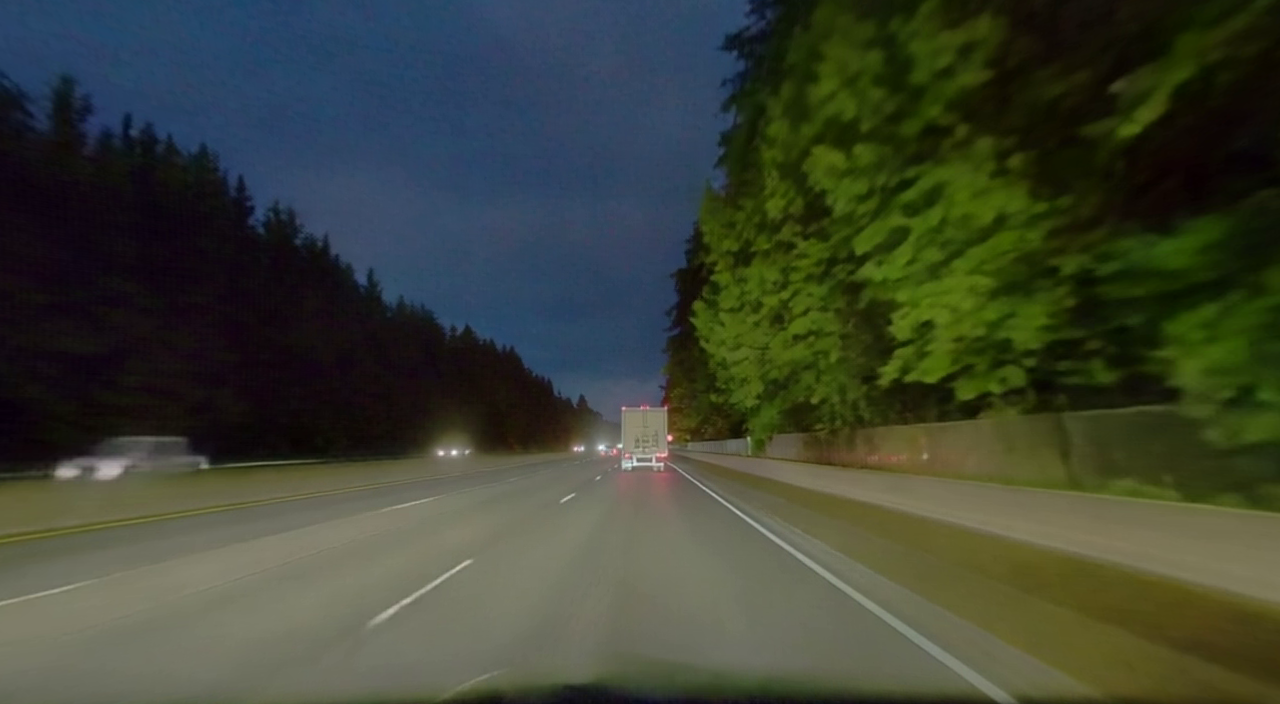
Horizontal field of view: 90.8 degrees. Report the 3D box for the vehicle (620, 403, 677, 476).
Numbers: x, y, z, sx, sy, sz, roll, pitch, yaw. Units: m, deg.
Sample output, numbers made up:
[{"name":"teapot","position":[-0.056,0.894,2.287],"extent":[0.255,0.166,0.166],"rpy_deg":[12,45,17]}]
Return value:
[{"name":"vehicle","position":[0.350,5.627,39.679],"extent":[2.976,3.800,12.335],"rpy_deg":[0,-9,-1]}]
